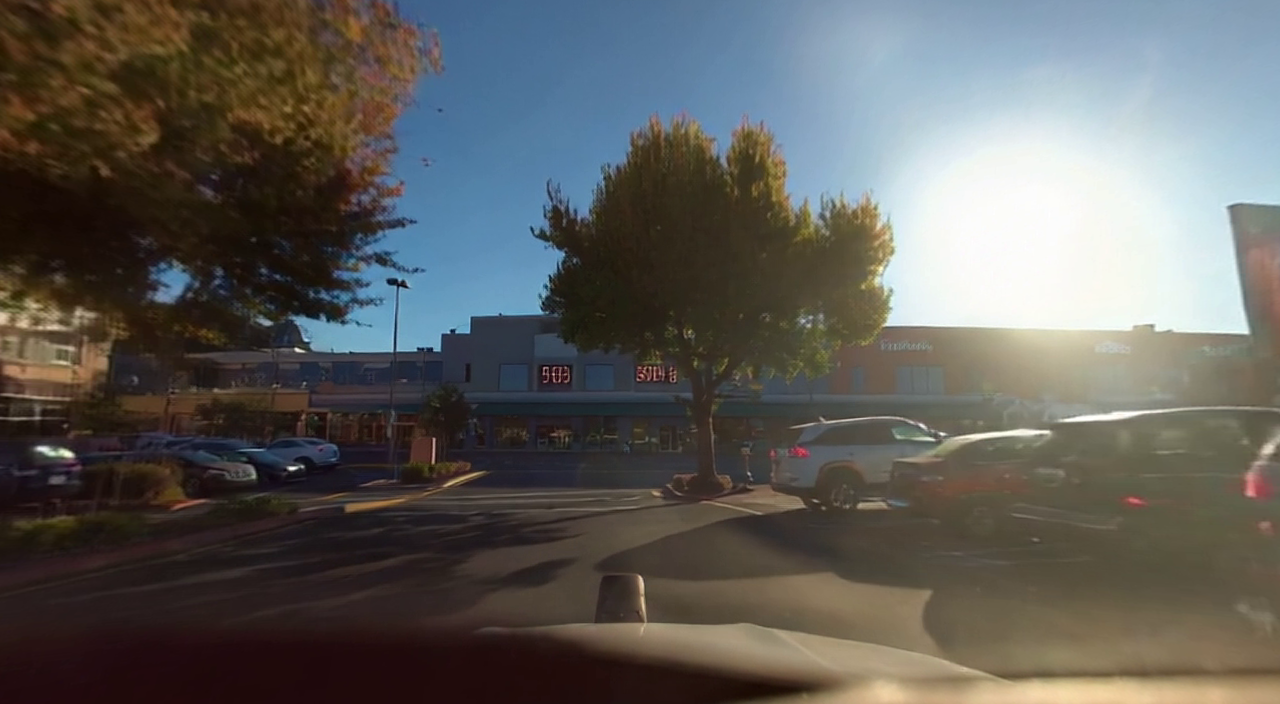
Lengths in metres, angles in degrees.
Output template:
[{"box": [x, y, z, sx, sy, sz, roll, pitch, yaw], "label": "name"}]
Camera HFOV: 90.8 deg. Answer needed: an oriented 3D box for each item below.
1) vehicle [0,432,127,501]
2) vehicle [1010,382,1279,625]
[{"box": [-16.359, 2.948, 16.393, 4.454, 1.684, 1.908, 6, -10, -35], "label": "vehicle"}, {"box": [6.226, 1.263, 5.850, 4.255, 1.729, 2.136, 1, -8, -5], "label": "vehicle"}]
